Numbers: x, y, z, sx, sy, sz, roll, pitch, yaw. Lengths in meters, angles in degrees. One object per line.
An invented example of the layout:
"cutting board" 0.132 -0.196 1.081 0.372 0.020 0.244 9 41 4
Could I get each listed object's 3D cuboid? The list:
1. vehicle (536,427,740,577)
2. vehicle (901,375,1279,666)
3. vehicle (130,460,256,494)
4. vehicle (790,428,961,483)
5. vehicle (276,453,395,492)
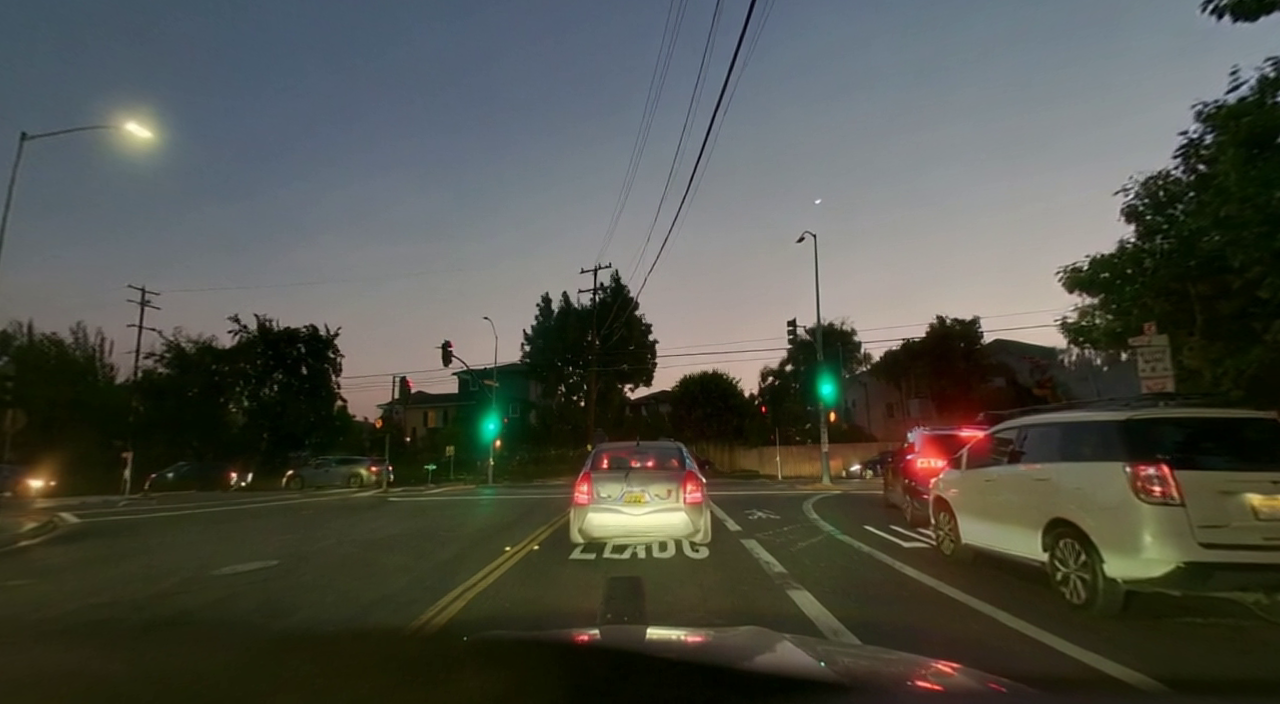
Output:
"vehicle" 0.039 1.871 8.765 2.078 1.506 4.512 0 -8 2
"vehicle" 4.614 1.417 6.474 2.095 1.836 4.895 -1 -8 5
"vehicle" -21.003 5.844 29.680 4.736 1.475 1.921 -2 -9 9
"vehicle" 9.081 4.054 24.860 5.857 2.016 2.273 -1 -8 7
"vehicle" -13.806 5.428 28.683 4.485 1.625 1.980 -2 -9 10
